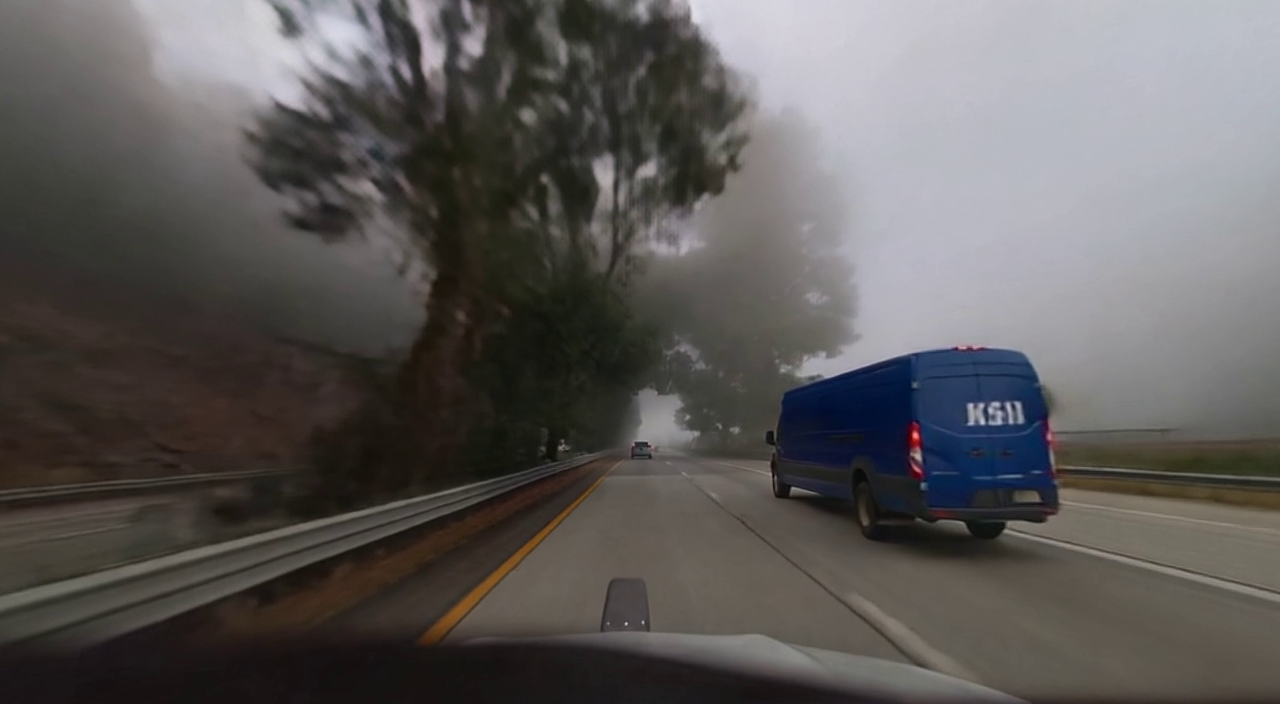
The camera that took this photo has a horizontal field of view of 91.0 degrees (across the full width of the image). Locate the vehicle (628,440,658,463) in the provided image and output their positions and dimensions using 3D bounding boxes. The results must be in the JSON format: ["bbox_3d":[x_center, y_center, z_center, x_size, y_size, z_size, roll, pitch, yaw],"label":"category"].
[{"bbox_3d":[0.228,7.354,46.516,2.121,1.590,4.434,0,-8,0],"label":"vehicle"}]

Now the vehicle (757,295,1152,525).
[{"bbox_3d":[7.186,2.259,19.913,3.479,4.156,17.231,0,-8,-1],"label":"vehicle"}]

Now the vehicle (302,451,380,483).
[{"bbox_3d":[-15.510,5.957,32.927,1.897,1.498,4.491,0,-8,0],"label":"vehicle"}]
